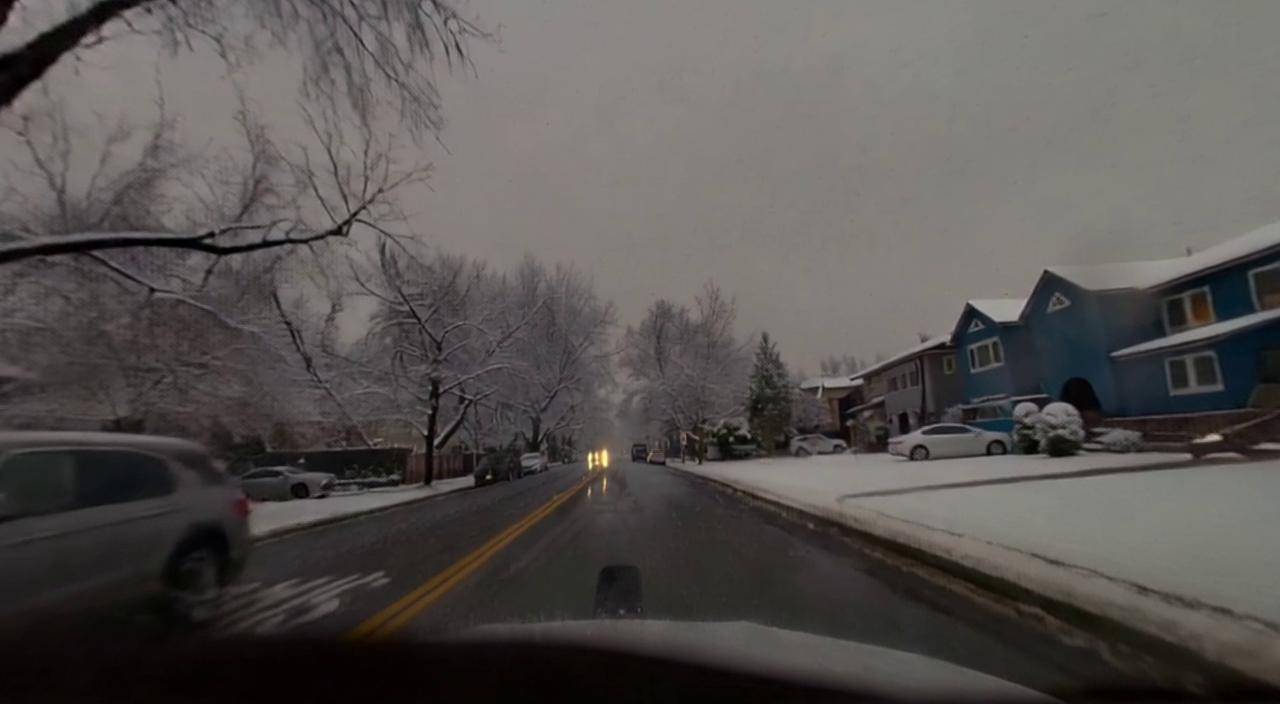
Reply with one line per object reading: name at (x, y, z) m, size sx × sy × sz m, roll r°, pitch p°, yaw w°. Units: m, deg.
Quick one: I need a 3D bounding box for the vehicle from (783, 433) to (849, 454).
vehicle at (12.624, 6.634, 45.563) m, size 4.370 × 1.433 × 1.889 m, roll -1°, pitch -9°, yaw 12°

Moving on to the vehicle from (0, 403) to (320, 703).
vehicle at (-4.128, 1.223, 3.846) m, size 1.973 × 1.683 × 4.400 m, roll 0°, pitch -9°, yaw 1°

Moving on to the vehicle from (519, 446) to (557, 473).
vehicle at (-7.145, 7.574, 44.701) m, size 2.033 × 1.721 × 4.328 m, roll 0°, pitch -9°, yaw -1°

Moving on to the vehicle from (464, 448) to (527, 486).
vehicle at (-6.843, 5.471, 30.369) m, size 2.031 × 1.662 × 4.194 m, roll 0°, pitch -9°, yaw -1°

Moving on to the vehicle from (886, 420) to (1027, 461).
vehicle at (12.144, 3.457, 24.555) m, size 4.389 × 1.480 × 2.038 m, roll -2°, pitch -9°, yaw 9°
